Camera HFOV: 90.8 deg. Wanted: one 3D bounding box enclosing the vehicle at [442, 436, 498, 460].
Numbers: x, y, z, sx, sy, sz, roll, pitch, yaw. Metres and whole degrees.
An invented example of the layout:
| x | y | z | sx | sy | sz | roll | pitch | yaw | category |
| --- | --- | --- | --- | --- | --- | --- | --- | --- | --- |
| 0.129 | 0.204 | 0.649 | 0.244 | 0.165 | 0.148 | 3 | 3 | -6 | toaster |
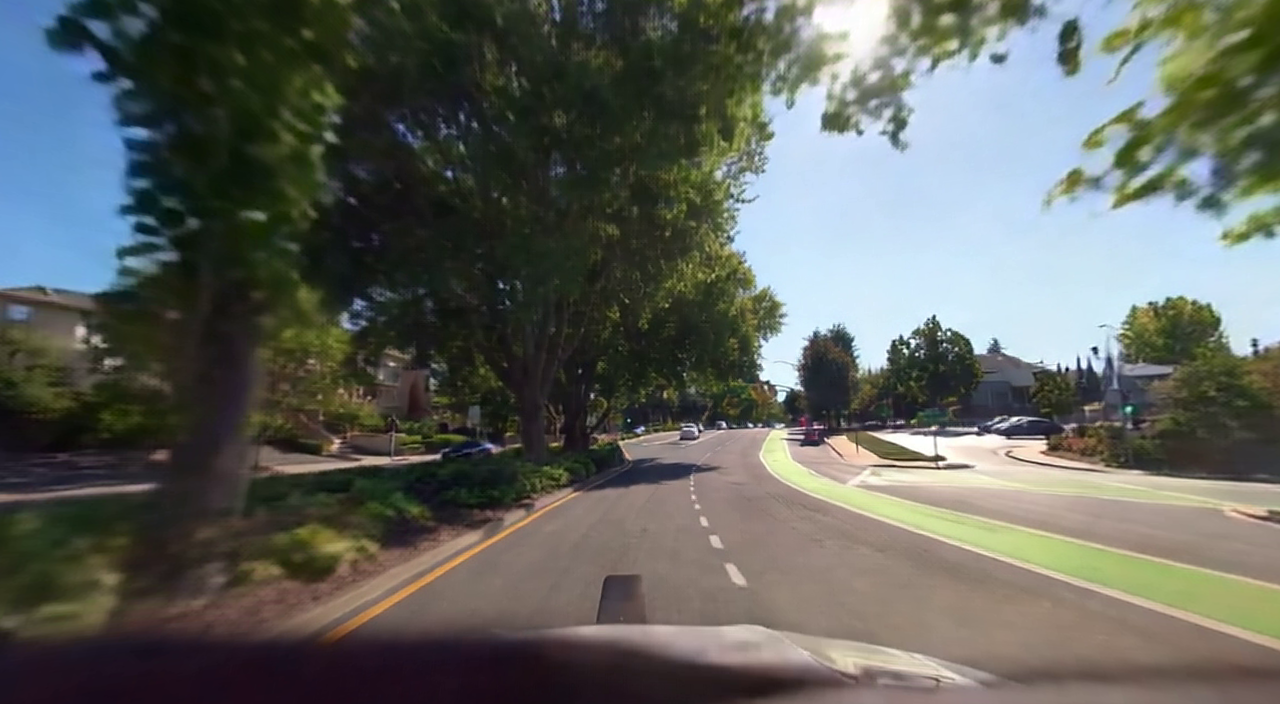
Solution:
| x | y | z | sx | sy | sz | roll | pitch | yaw | category |
| --- | --- | --- | --- | --- | --- | --- | --- | --- | --- |
| -11.120 | 6.381 | 41.736 | 1.903 | 1.504 | 4.346 | -2 | -9 | 9 | vehicle |
